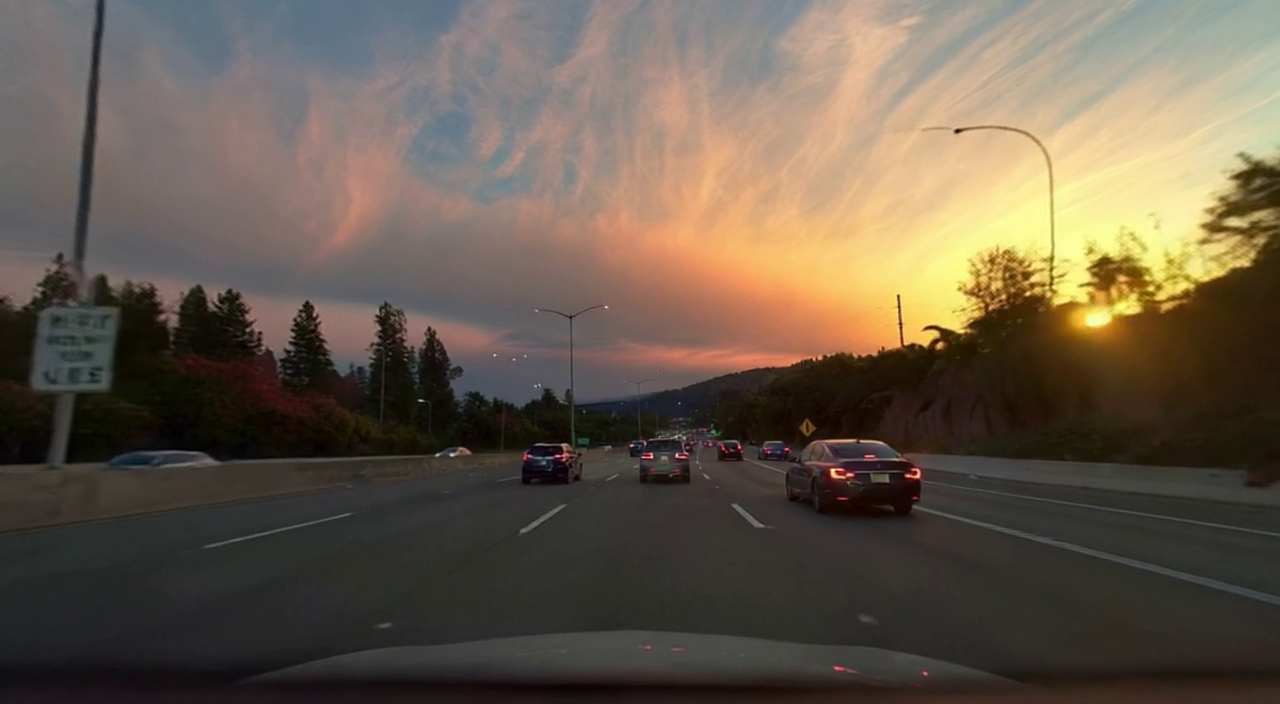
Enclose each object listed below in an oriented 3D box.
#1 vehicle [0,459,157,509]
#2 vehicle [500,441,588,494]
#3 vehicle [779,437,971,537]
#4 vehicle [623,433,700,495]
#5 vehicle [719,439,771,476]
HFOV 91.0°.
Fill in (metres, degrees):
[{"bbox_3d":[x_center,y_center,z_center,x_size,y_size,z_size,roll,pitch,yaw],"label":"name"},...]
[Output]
[{"bbox_3d":[-20.424,4.727,22.967,2.031,1.551,4.268,0,-9,3],"label":"vehicle"},{"bbox_3d":[-2.981,3.684,20.466,2.012,1.495,4.169,0,-9,3],"label":"vehicle"},{"bbox_3d":[4.128,2.423,11.976,1.999,1.514,4.338,0,-9,1],"label":"vehicle"},{"bbox_3d":[0.671,3.488,19.984,2.181,1.728,3.970,0,-9,2],"label":"vehicle"},{"bbox_3d":[5.322,5.410,32.538,2.063,1.710,4.591,0,-9,2],"label":"vehicle"}]
